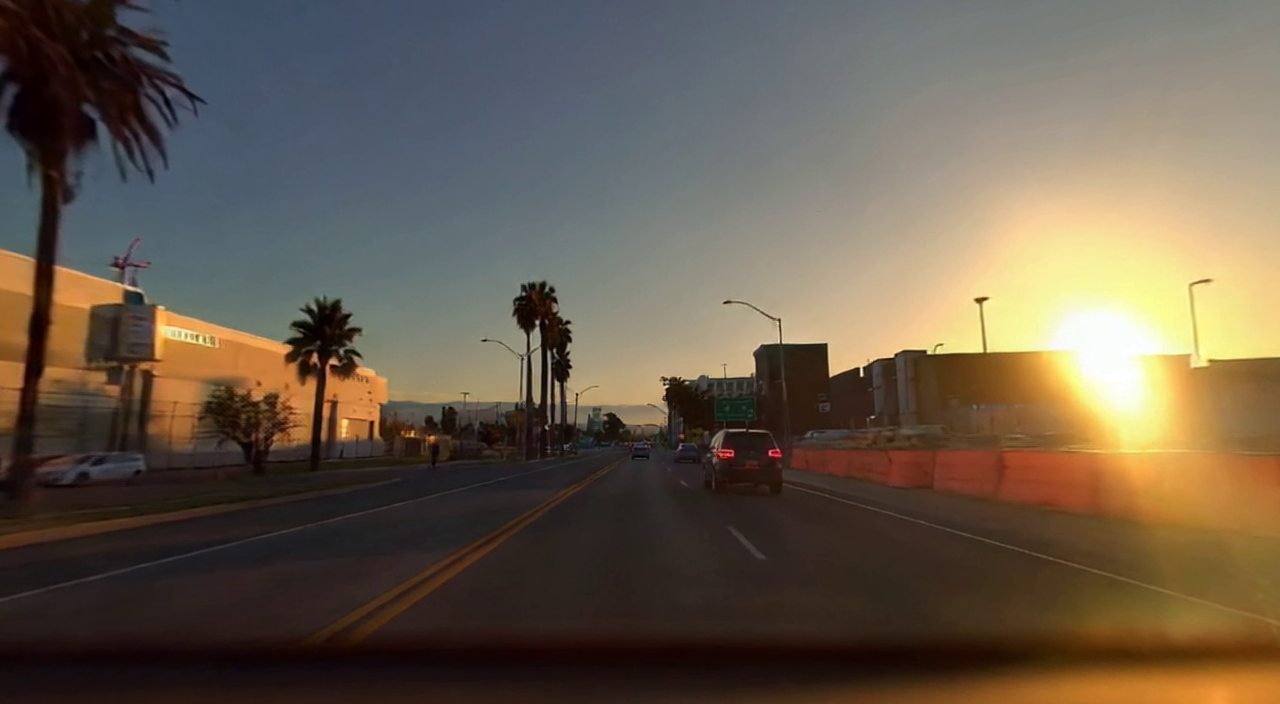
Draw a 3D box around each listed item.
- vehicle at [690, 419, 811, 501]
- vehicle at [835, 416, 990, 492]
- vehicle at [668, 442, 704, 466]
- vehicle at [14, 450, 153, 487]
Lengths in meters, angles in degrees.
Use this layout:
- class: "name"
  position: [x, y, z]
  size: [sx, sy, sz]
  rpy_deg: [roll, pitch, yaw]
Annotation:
- class: "vehicle"
  position: [2.892, 3.020, 18.005]
  size: [2.386, 1.970, 5.665]
  rpy_deg: [0, -8, -1]
- class: "vehicle"
  position: [10.798, 4.132, 25.984]
  size: [2.799, 2.593, 7.710]
  rpy_deg: [0, -8, -1]
- class: "vehicle"
  position: [3.126, 7.081, 43.861]
  size: [2.148, 1.562, 4.642]
  rpy_deg: [0, -8, 0]
- class: "vehicle"
  position: [-24.865, 5.196, 28.355]
  size: [1.911, 1.489, 4.779]
  rpy_deg: [0, -8, 0]
